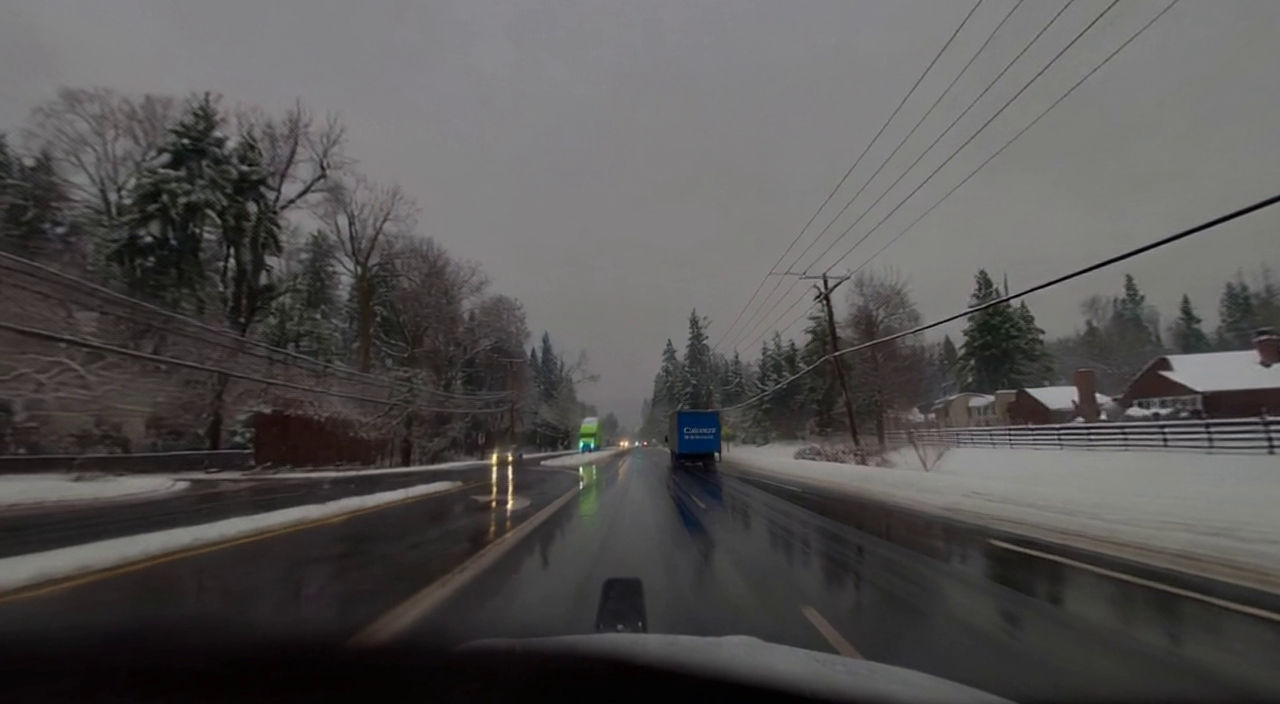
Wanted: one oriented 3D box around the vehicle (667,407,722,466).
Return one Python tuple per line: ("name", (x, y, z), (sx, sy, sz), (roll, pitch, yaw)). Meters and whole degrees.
("vehicle", (3.785, 6.231, 45.932), (2.973, 3.848, 9.336), (0, -8, -1))
